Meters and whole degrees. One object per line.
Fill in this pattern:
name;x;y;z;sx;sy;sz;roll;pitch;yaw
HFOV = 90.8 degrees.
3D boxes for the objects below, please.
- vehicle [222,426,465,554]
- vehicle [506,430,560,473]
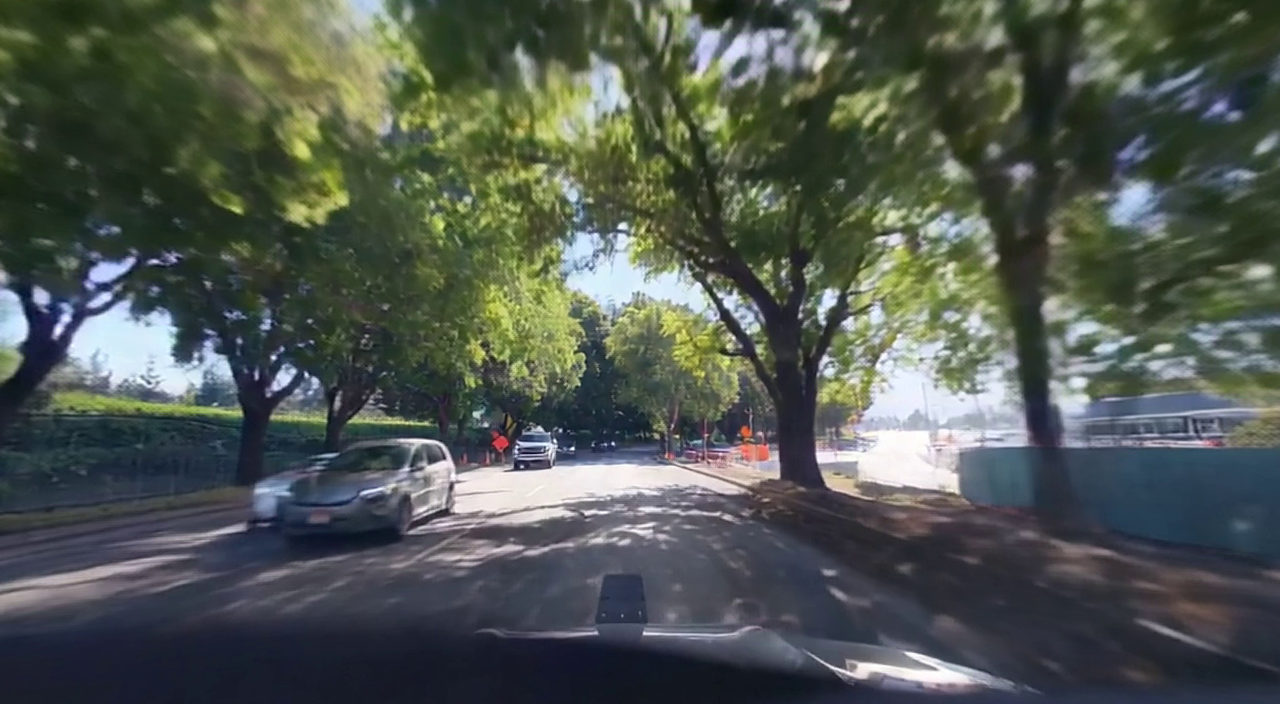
vehicle;-4.427;2.088;10.285;2.001;1.642;3.942;-1;-8;1
vehicle;-5.429;5.107;32.622;2.064;2.009;4.512;-1;-8;-1
